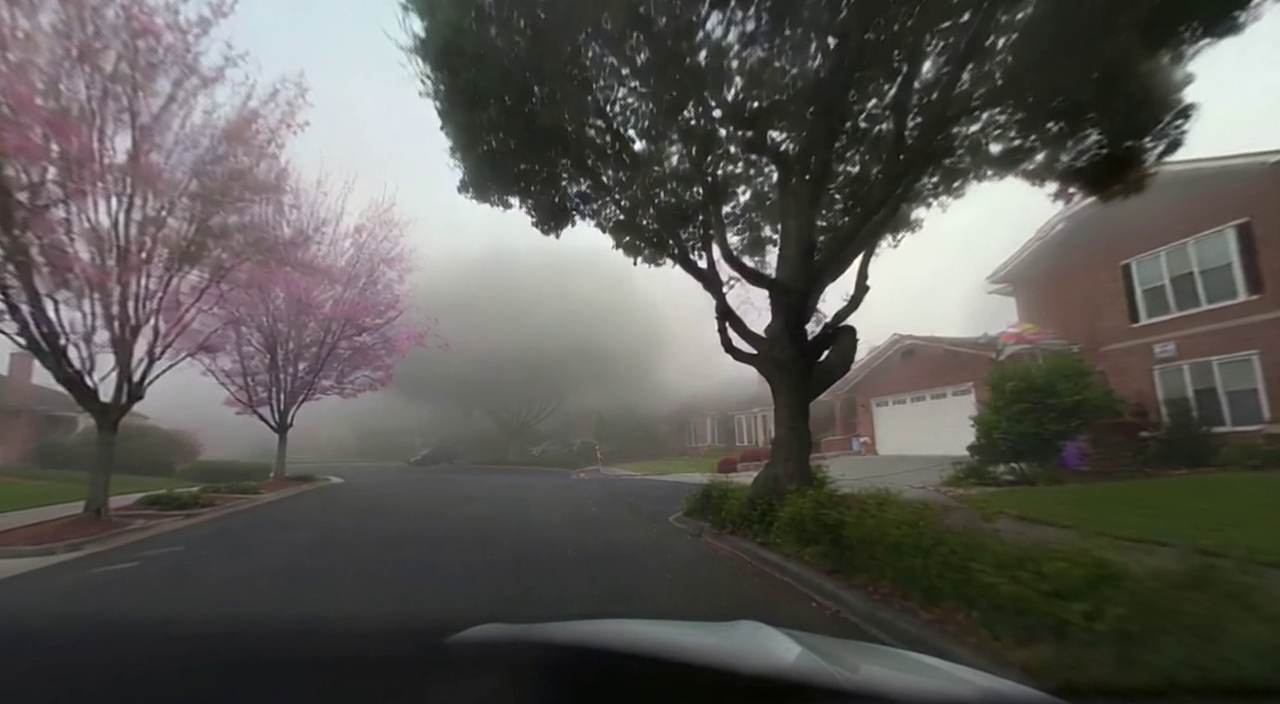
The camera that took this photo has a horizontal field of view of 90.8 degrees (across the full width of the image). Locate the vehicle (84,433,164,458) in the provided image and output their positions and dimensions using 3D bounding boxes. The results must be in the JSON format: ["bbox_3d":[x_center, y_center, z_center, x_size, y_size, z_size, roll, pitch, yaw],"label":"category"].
[{"bbox_3d":[-37.931,6.873,46.458,4.237,1.728,2.203,-1,-9,12],"label":"vehicle"}]
